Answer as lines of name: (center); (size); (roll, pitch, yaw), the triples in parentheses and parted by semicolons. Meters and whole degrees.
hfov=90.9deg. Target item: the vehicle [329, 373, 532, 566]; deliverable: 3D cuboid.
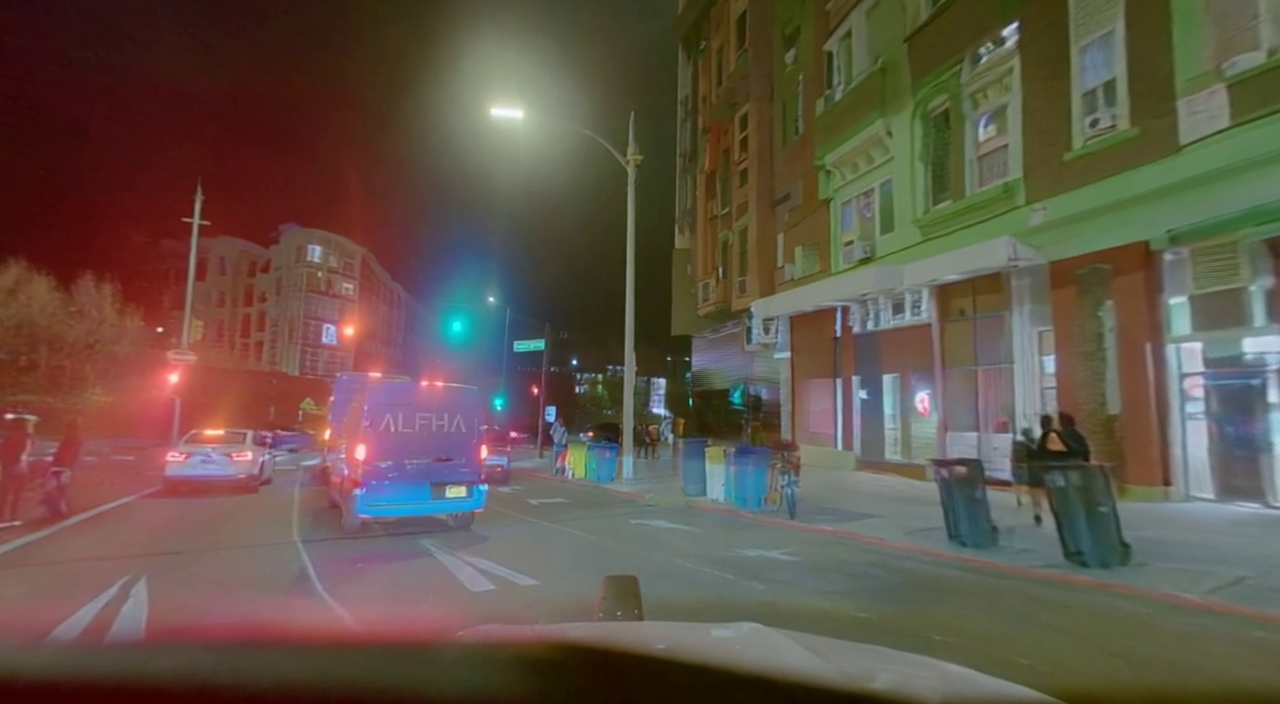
vehicle: (-3.090, 1.478, 8.654); (1.951, 1.907, 4.266); (4, -9, -27)

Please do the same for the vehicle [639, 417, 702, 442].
vehicle: (2.082, 5.283, 42.514); (4.020, 1.572, 1.718); (6, -10, -32)

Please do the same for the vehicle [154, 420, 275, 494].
vehicle: (-9.691, 2.377, 14.622); (1.841, 1.461, 3.426); (4, -9, -27)

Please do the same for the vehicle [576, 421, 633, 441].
vehicle: (-2.638, 5.995, 47.460); (3.885, 1.449, 1.757); (5, -9, -28)
